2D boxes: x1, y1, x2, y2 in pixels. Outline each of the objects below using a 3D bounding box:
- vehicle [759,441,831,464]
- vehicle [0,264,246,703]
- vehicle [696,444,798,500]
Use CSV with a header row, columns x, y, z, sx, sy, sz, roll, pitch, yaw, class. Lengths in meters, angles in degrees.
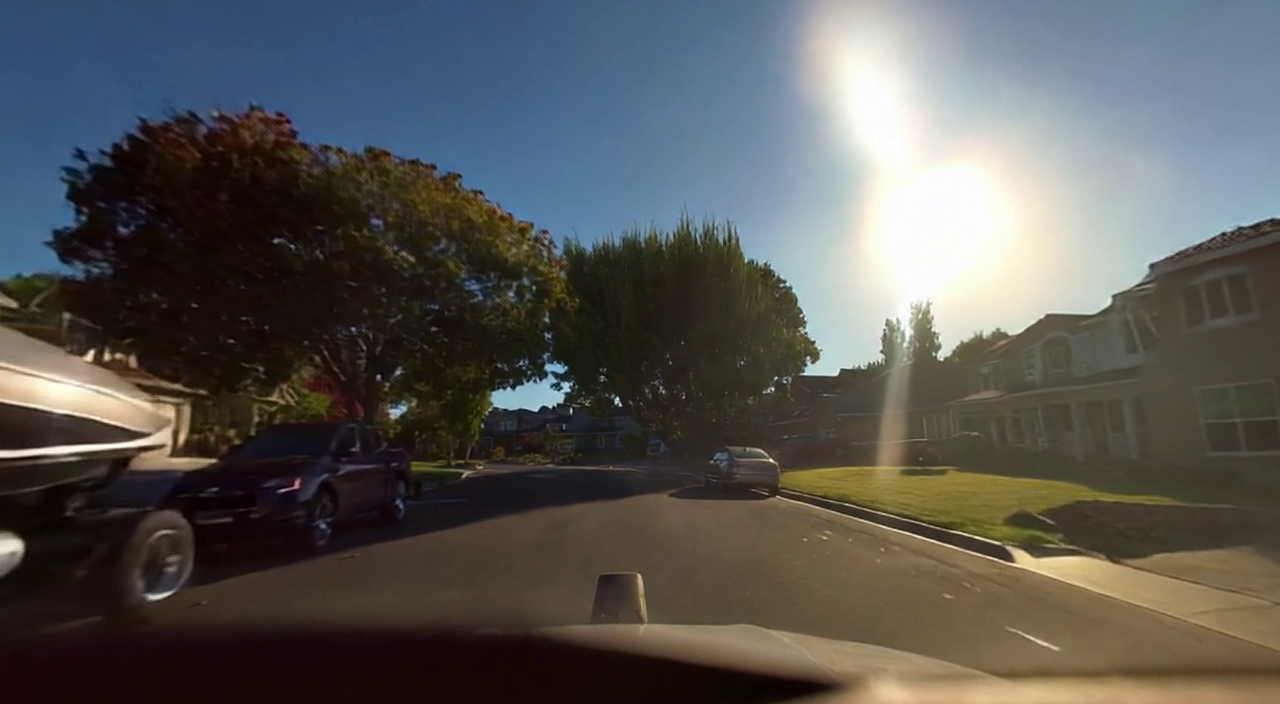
x,y,z,sx,sy,sz,roll,pitch,yaw,class
10.274,6.653,41.685,4.252,1.429,1.907,3,-9,-22,vehicle
-4.473,0.502,1.721,2.632,2.249,6.179,0,-9,2,vehicle
3.109,3.612,19.464,1.998,1.489,4.722,1,-9,-4,vehicle
